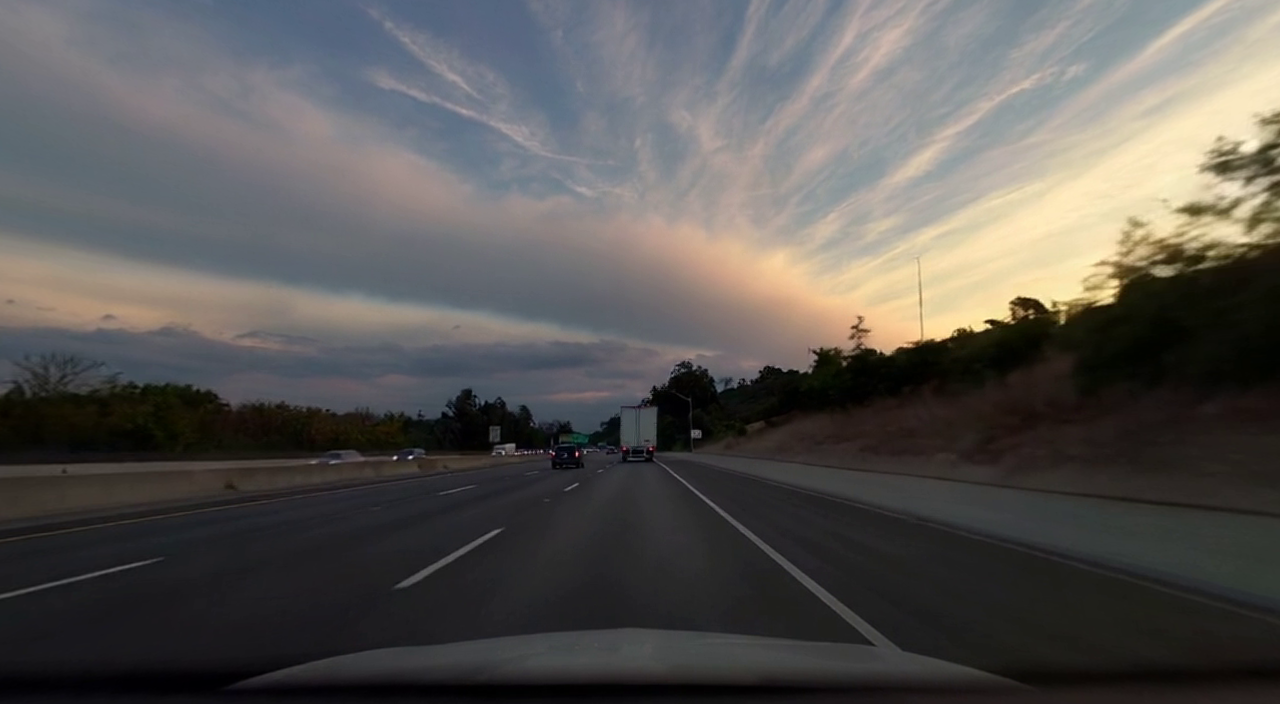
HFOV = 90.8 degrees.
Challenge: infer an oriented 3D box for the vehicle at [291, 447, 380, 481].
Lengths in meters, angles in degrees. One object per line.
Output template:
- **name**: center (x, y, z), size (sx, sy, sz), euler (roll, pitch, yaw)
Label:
- **vehicle**: center (-14.495, 5.332, 30.359), size (1.897, 1.441, 4.634), euler (0, -9, 1)

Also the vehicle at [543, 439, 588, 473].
- **vehicle**: center (-4.396, 6.244, 38.026), size (2.139, 1.925, 4.312), euler (0, -9, 0)

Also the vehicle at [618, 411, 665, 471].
- **vehicle**: center (-0.091, 6.489, 45.739), size (2.839, 3.734, 11.781), euler (0, -9, -3)
